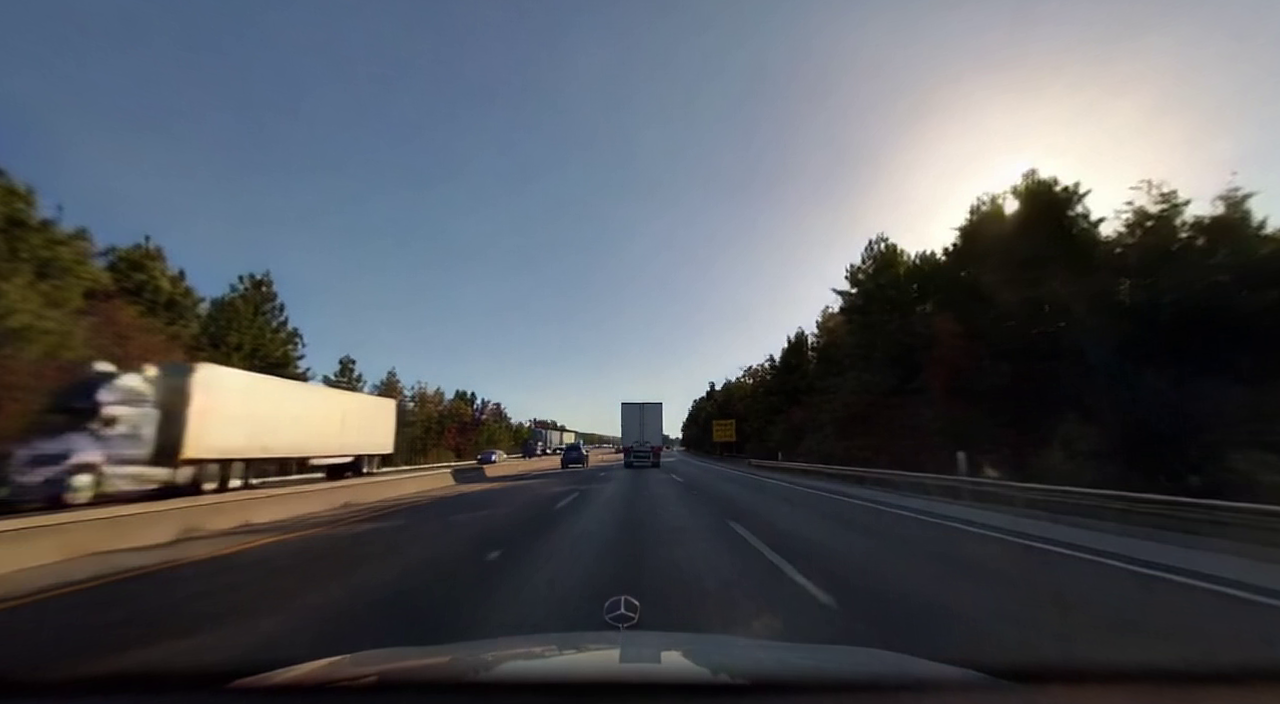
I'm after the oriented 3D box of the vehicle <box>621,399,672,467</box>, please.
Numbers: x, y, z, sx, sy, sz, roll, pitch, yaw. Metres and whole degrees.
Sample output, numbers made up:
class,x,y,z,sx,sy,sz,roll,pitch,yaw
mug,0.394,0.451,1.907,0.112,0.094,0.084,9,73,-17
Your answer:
class,x,y,z,sx,sy,sz,roll,pitch,yaw
vehicle,0.340,5.765,43.577,3.100,4.091,10.664,0,-9,0

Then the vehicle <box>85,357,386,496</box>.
class,x,y,z,sx,sy,sz,roll,pitch,yaw
vehicle,-14.755,3.259,25.533,2.947,4.091,13.930,0,-9,0

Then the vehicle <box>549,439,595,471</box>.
class,x,y,z,sx,sy,sz,roll,pitch,yaw
vehicle,-3.759,5.808,35.486,2.112,1.645,4.129,0,-9,0

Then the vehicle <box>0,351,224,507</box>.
class,x,y,z,sx,sy,sz,roll,pitch,yaw
vehicle,-14.853,2.231,17.910,2.934,3.940,3.841,0,-9,1

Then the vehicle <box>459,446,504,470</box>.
class,x,y,z,sx,sy,sz,roll,pitch,yaw
vehicle,-10.263,6.872,40.842,1.845,1.488,4.104,0,-9,1
